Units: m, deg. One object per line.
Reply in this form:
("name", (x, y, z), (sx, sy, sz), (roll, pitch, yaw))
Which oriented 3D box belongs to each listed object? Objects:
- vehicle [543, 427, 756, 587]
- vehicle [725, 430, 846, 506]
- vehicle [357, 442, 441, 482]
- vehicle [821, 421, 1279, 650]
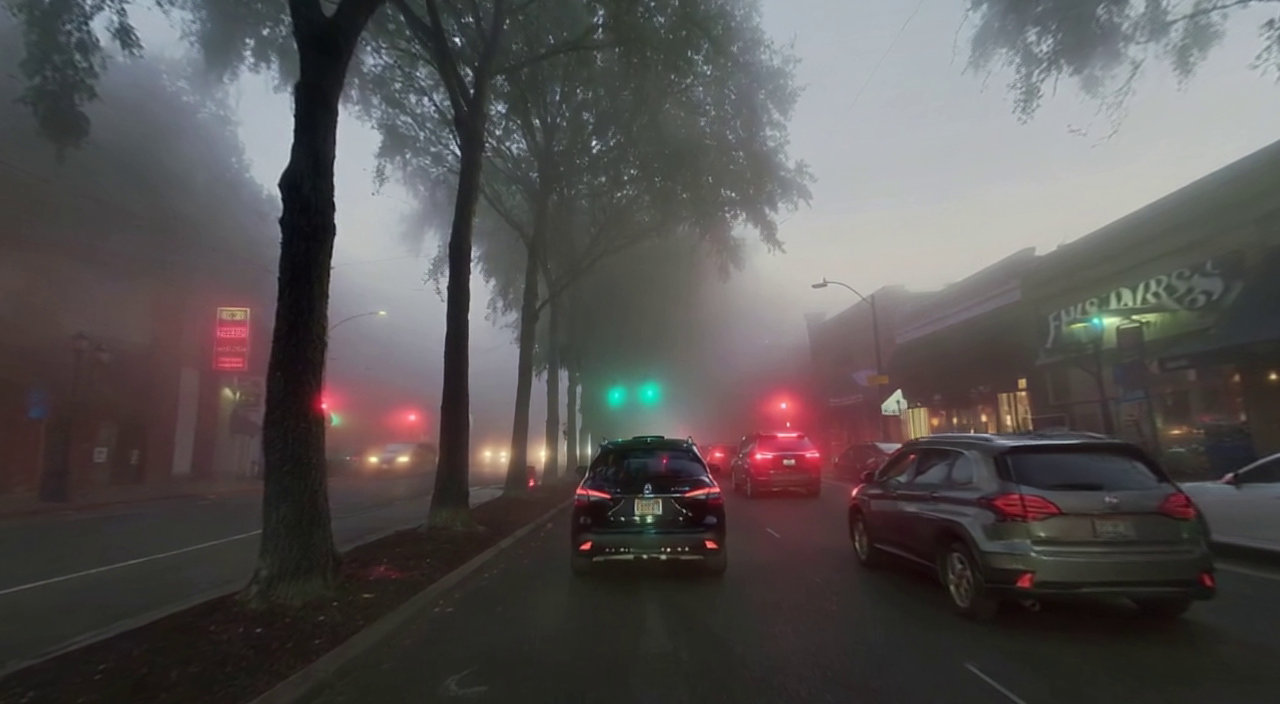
("vehicle", (0.061, 1.732, 7.808), (2.006, 1.487, 3.535), (0, -8, -1))
("vehicle", (3.544, 2.914, 16.322), (2.025, 1.660, 4.334), (0, -8, -1))
("vehicle", (-11.326, 5.174, 30.075), (2.042, 1.749, 4.629), (-1, -8, 1))
("vehicle", (3.414, 1.525, 6.317), (1.988, 1.480, 4.195), (0, -8, 1))
